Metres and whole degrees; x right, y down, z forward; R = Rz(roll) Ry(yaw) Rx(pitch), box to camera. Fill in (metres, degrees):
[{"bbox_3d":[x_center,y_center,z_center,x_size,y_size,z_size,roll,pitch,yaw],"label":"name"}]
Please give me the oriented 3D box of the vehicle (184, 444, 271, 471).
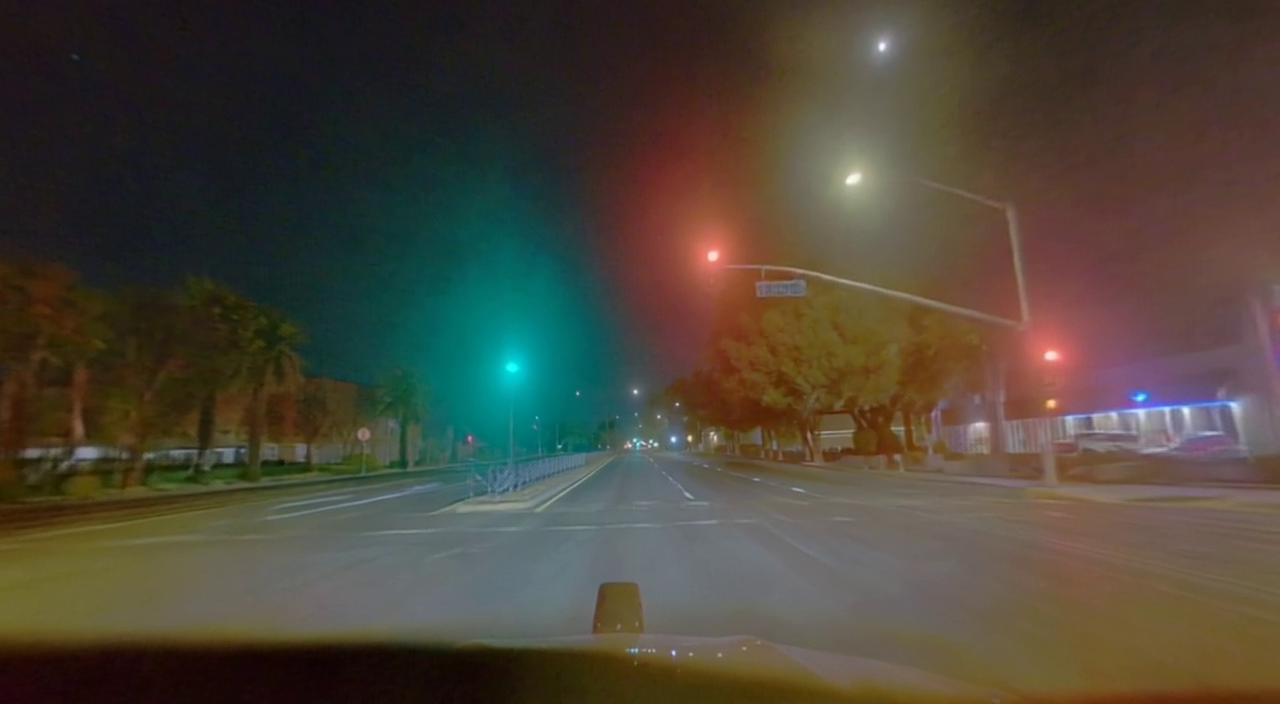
[{"bbox_3d":[-32.011,8.174,49.079,5.196,1.936,2.247,-1,-9,3],"label":"vehicle"}]
